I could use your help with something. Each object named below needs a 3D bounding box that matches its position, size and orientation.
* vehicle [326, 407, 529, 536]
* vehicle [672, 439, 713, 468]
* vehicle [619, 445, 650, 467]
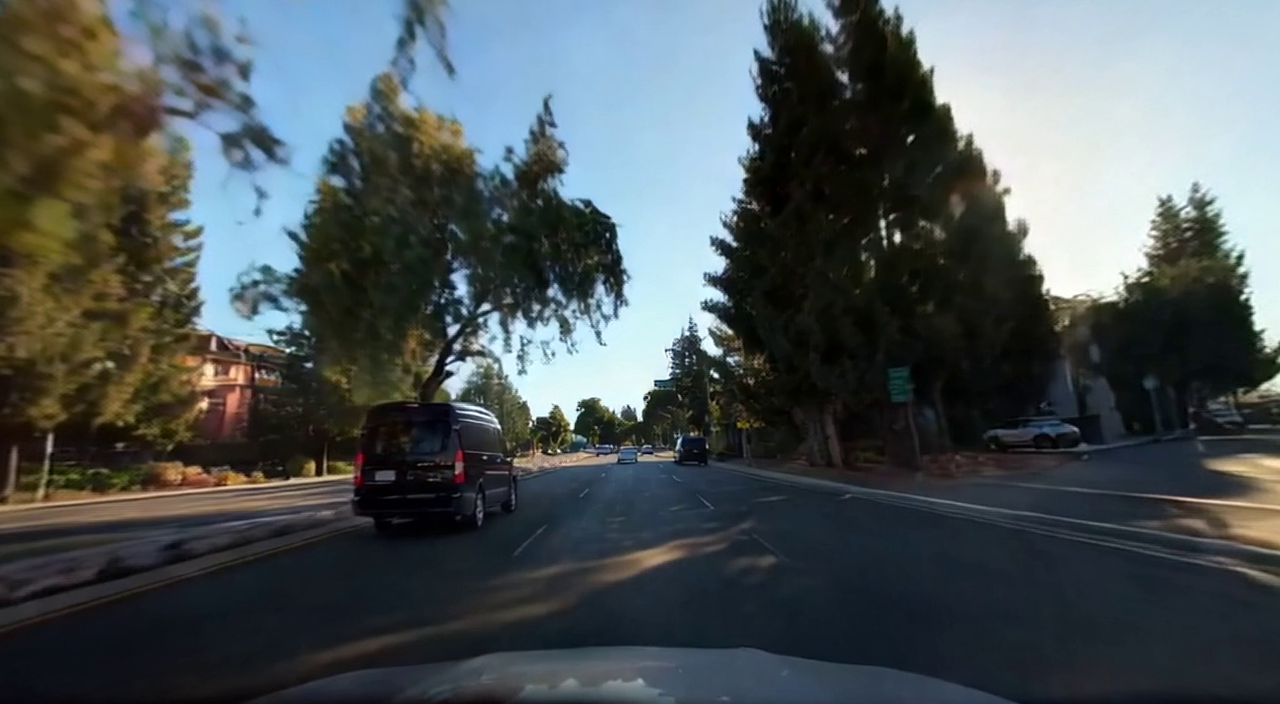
[{"bbox_3d":[-3.505,2.090,11.600,2.075,1.863,4.744,0,-9,0],"label":"vehicle"},{"bbox_3d":[3.359,6.606,41.241,2.181,1.781,4.257,0,-9,-2],"label":"vehicle"},{"bbox_3d":[-0.422,7.114,43.409,2.039,1.455,3.826,0,-9,-2],"label":"vehicle"}]
